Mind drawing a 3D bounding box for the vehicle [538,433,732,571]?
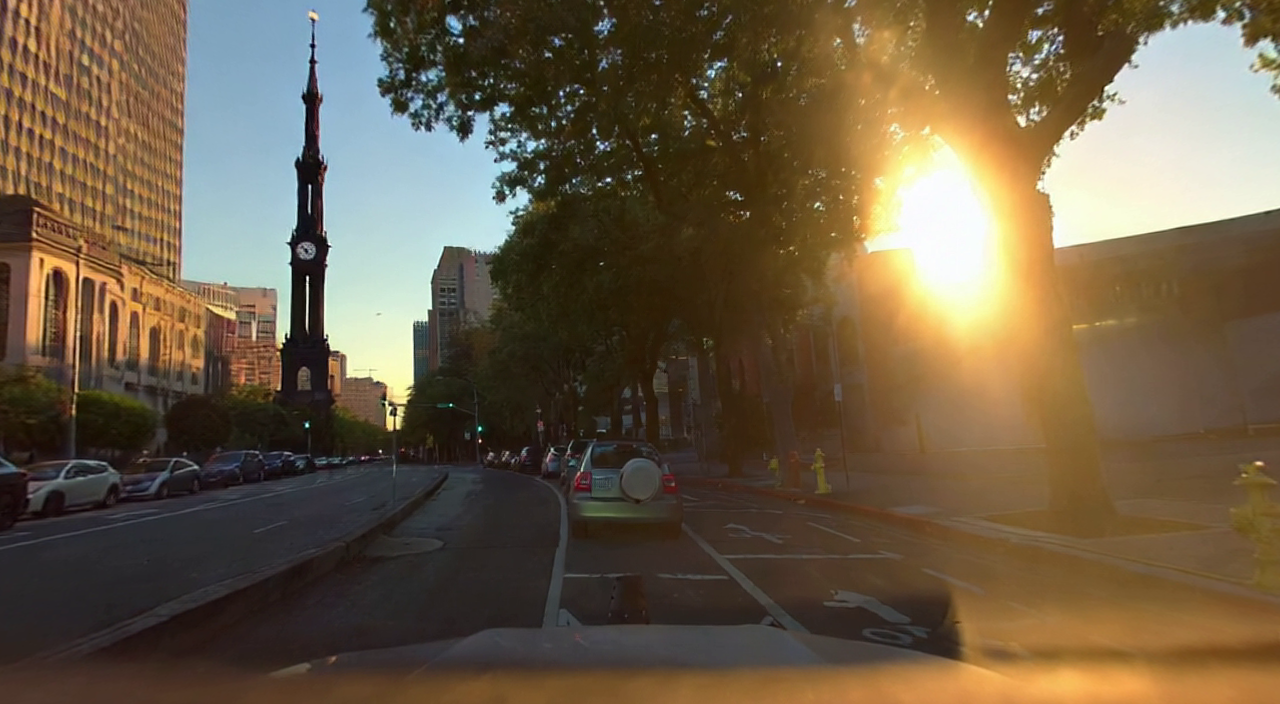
[{"bbox_3d":[-0.244,1.943,9.019,2.142,1.475,4.051,1,-8,-6],"label":"vehicle"}]

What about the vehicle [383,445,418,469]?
[{"bbox_3d":[-18.840,8.232,49.715,2.155,1.802,4.520,2,-9,-16],"label":"vehicle"}]
